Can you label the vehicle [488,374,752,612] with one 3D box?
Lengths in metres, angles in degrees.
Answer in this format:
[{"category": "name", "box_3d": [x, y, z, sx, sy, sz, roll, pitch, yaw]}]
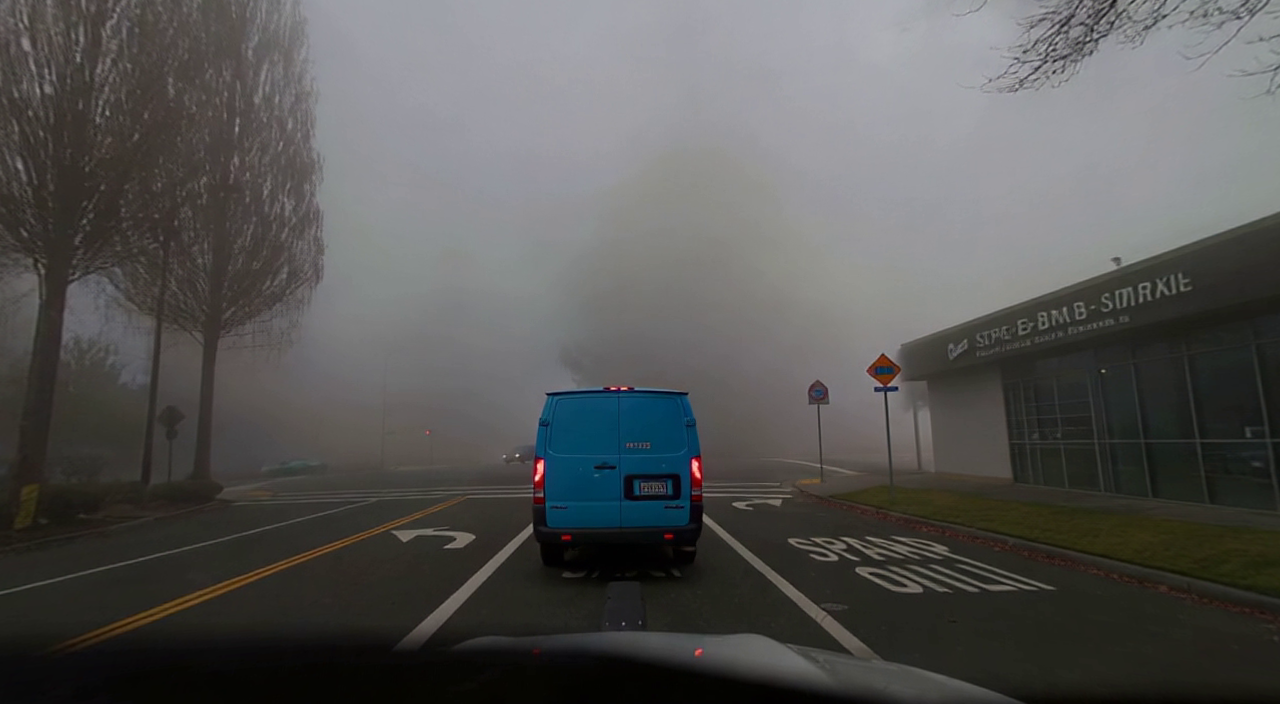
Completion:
[{"category": "vehicle", "box_3d": [-0.296, 1.465, 7.290, 2.181, 1.949, 3.932, 1, -9, -4]}]
